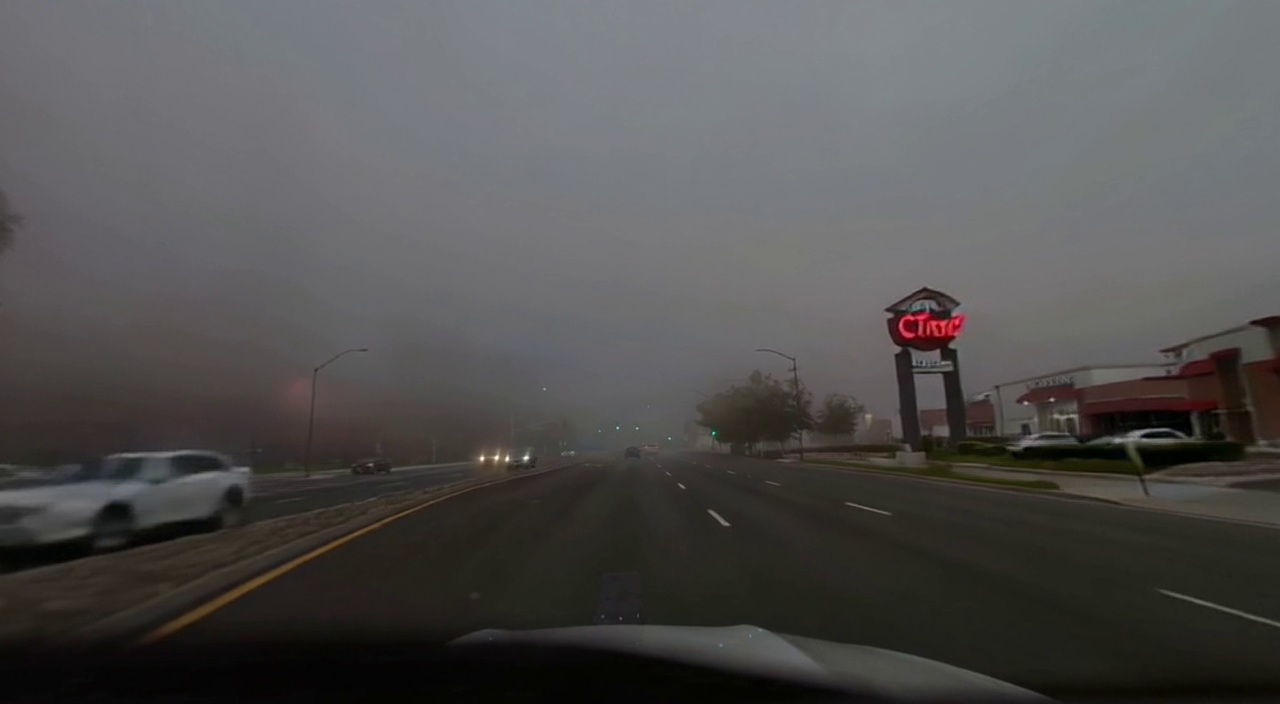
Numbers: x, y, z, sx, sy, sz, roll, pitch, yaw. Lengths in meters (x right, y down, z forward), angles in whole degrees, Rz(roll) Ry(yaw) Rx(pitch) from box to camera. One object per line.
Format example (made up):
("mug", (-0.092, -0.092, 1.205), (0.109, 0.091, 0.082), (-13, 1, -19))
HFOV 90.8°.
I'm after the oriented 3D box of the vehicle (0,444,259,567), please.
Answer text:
("vehicle", (-8.588, 2.269, 10.232), (1.959, 1.505, 4.622), (0, -9, 0))
